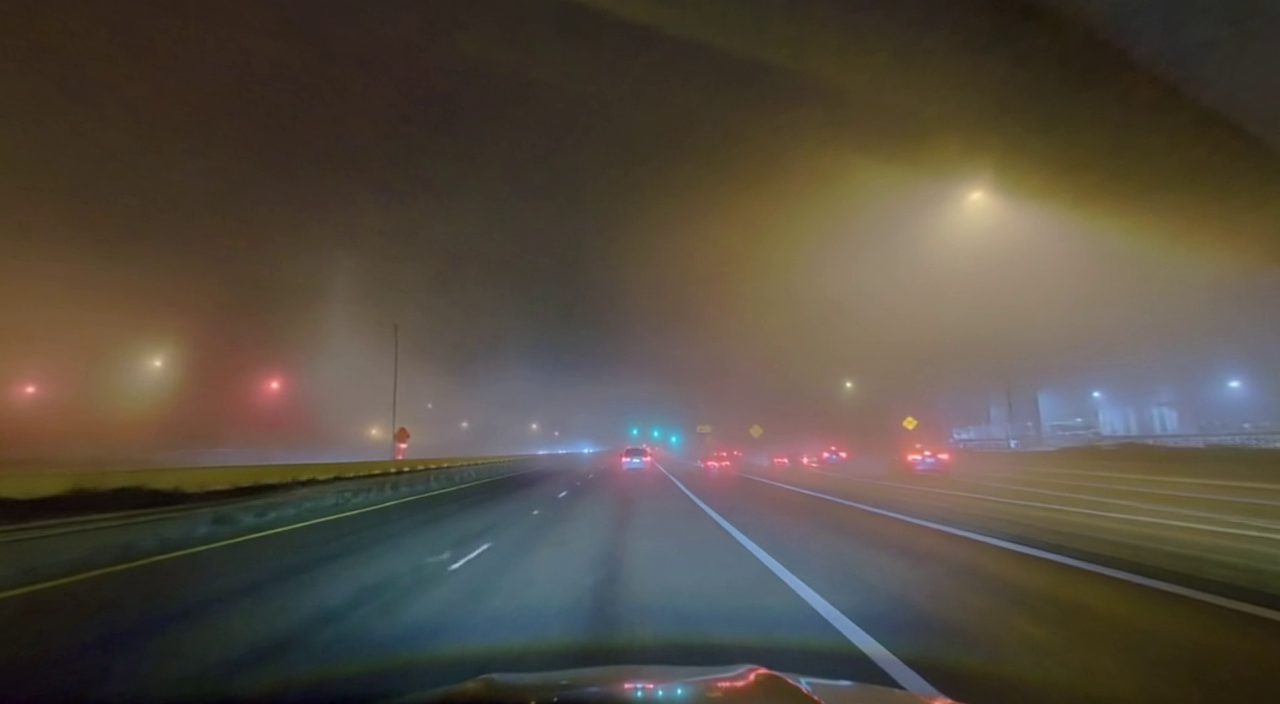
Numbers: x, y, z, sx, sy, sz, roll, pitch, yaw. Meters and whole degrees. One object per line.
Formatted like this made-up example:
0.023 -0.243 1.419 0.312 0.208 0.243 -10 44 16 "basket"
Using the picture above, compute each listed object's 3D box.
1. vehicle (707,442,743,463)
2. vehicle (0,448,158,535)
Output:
6.626 7.914 49.809 2.075 1.611 4.421 0 -8 -2 "vehicle"
-11.296 2.436 11.386 1.861 1.373 4.211 0 -8 0 "vehicle"
